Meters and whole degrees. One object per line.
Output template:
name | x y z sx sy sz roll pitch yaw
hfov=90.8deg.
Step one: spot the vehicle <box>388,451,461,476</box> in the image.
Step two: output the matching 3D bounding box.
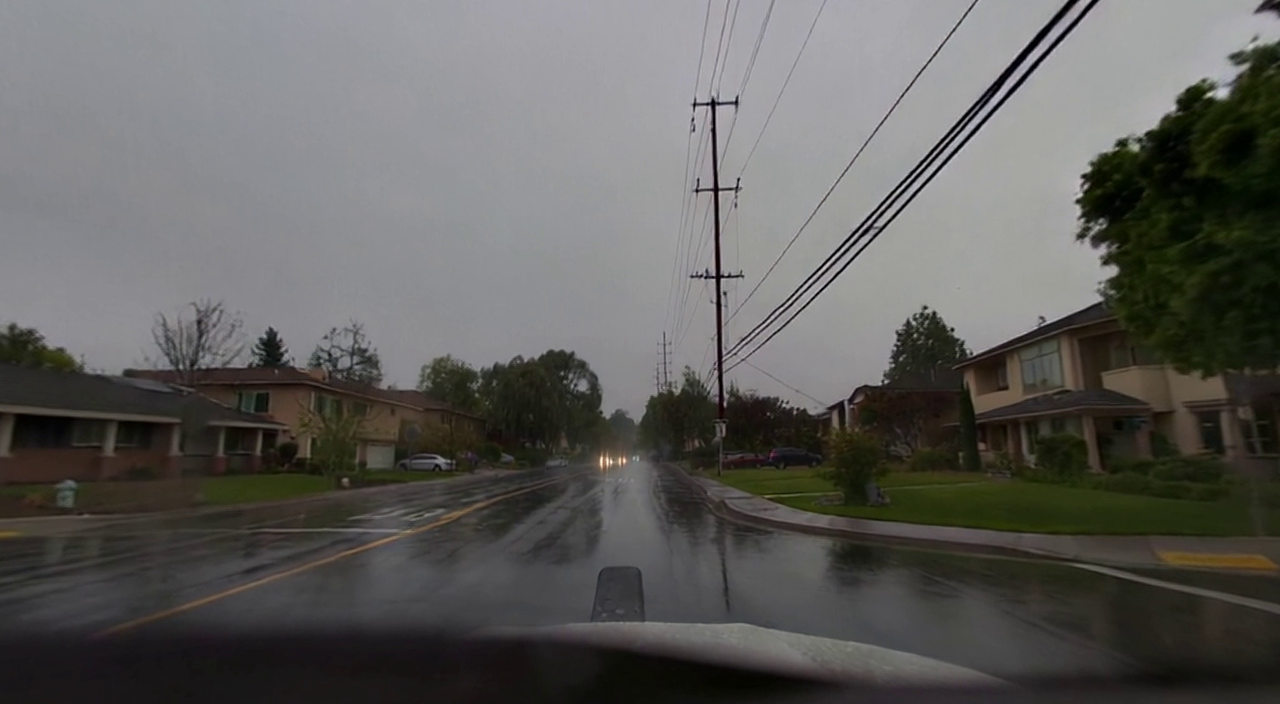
vehicle | -15.459 7.985 45.414 4.500 1.714 1.924 -1 -9 7
